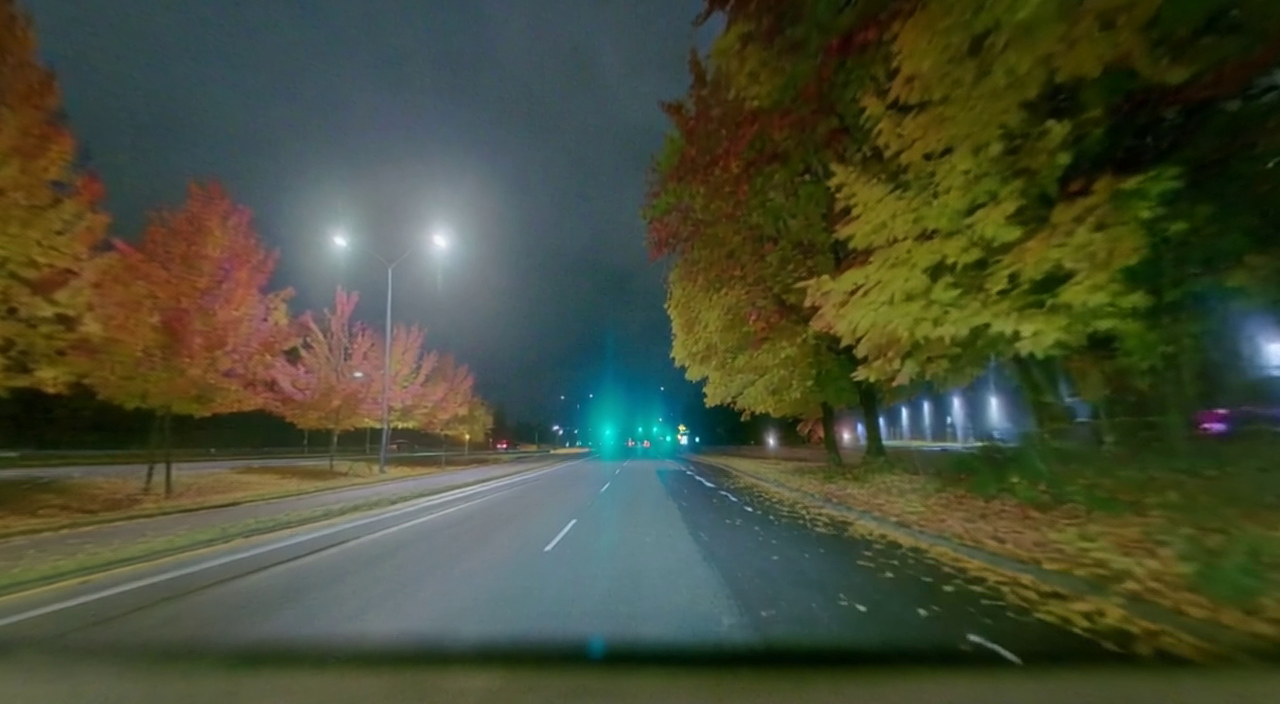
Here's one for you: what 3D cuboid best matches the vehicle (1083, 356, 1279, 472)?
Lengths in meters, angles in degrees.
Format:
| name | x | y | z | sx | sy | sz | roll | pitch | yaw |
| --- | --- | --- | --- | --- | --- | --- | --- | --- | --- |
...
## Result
| name | x | y | z | sx | sy | sz | roll | pitch | yaw |
| --- | --- | --- | --- | --- | --- | --- | --- | --- | --- |
| vehicle | 11.209 | 1.144 | 11.072 | 5.208 | 1.823 | 2.155 | 1 | -9 | -3 |
